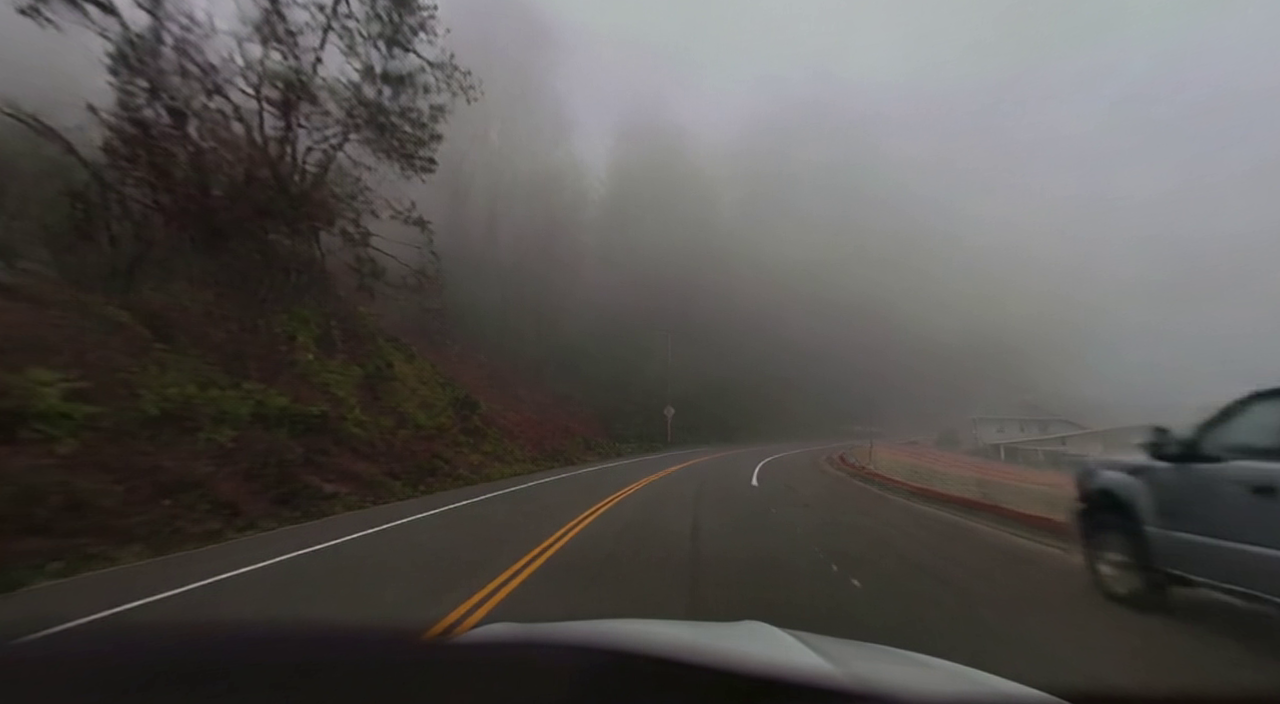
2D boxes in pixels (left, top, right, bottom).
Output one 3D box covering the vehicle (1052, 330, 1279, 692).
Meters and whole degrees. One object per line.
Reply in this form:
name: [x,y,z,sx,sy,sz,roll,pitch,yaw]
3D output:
vehicle: [4.207,0.764,2.777,1.992,1.817,4.467,0,-7,4]
